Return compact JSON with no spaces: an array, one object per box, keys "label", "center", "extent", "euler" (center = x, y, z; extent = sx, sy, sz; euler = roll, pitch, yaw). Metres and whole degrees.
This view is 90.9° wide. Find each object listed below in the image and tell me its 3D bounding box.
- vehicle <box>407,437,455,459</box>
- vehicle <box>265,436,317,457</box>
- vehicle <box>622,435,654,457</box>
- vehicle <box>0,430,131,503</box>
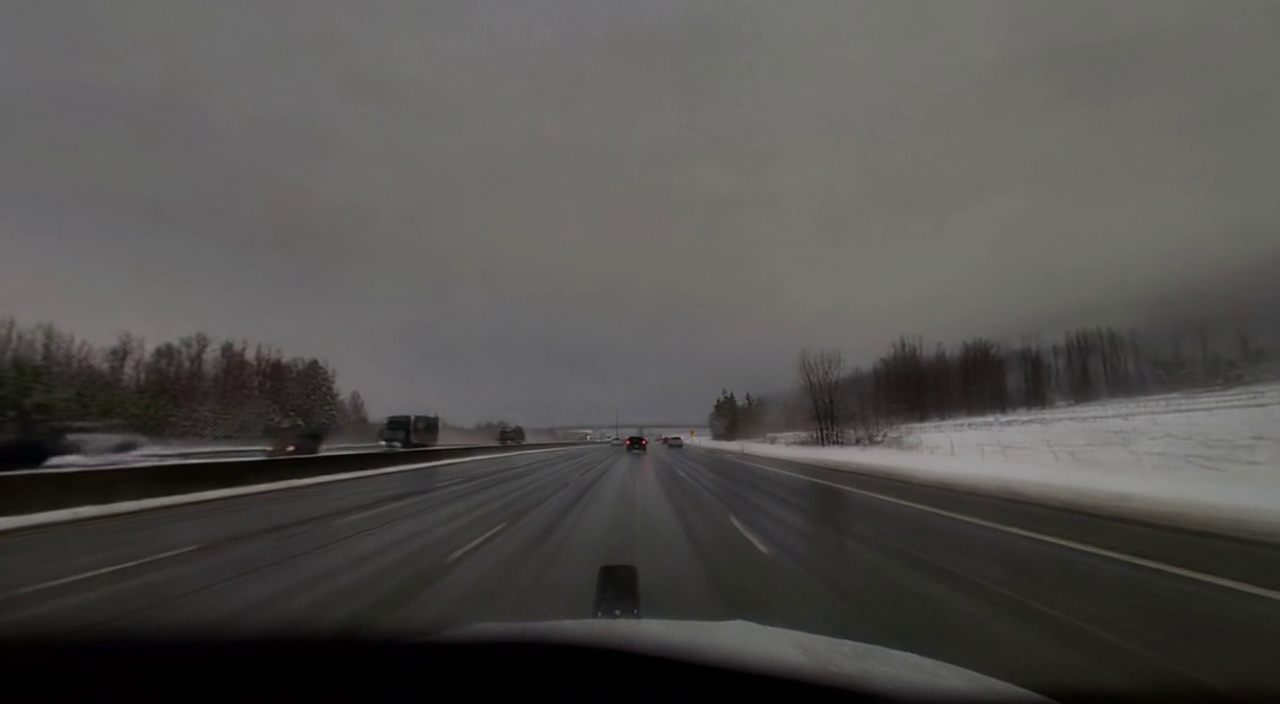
[{"label":"vehicle","center":[-14.709,6.771,44.655],"extent":[1.836,1.431,4.374],"euler":[0,-8,1]},{"label":"vehicle","center":[-25.677,6.925,46.510],"extent":[1.766,1.472,3.591],"euler":[0,-8,1]},{"label":"vehicle","center":[-0.151,6.590,44.419],"extent":[2.140,1.475,3.969],"euler":[0,-8,0]},{"label":"vehicle","center":[-14.173,2.528,14.282],"extent":[1.976,1.489,3.932],"euler":[0,-8,-1]}]
